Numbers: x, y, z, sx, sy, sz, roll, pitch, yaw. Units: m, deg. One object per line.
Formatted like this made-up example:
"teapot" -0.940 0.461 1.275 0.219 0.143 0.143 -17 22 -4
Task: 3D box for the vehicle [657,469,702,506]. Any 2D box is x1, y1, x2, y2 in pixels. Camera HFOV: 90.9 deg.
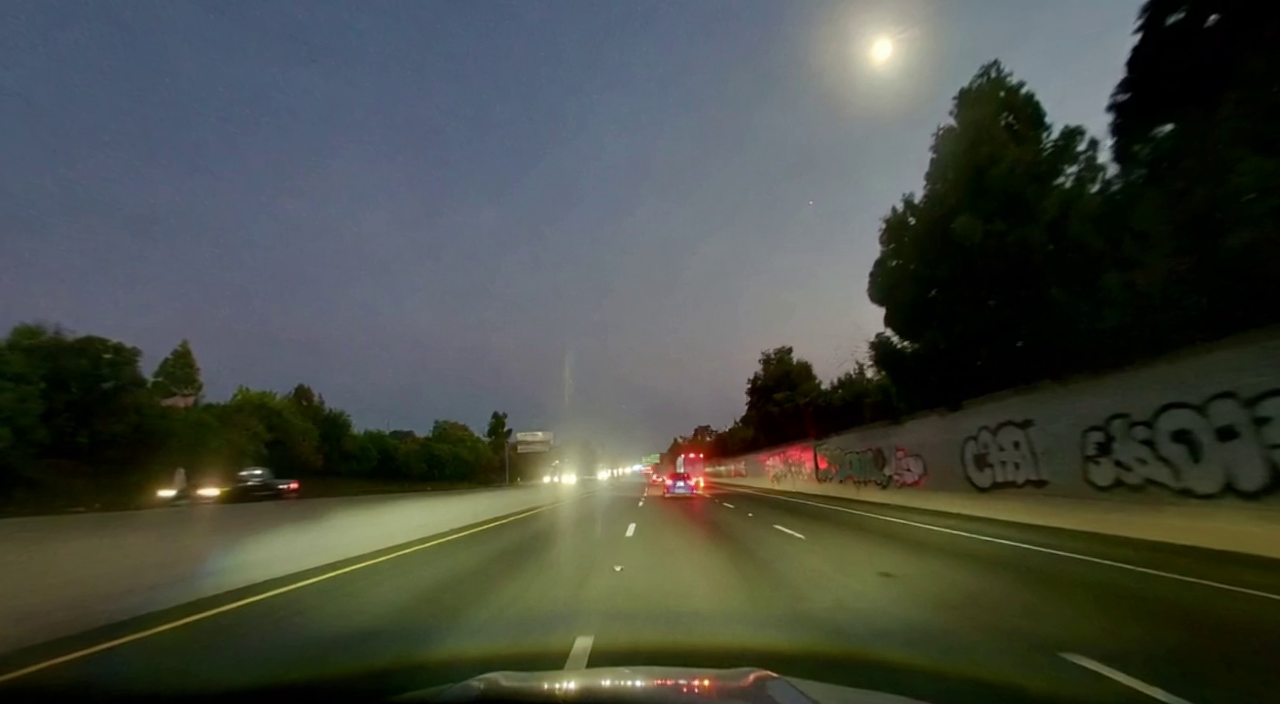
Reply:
"vehicle" 1.849 6.524 30.551 2.011 1.574 3.512 1 -10 1

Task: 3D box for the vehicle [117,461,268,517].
"vehicle" -17.633 5.406 25.258 2.209 1.936 4.979 1 -10 1
